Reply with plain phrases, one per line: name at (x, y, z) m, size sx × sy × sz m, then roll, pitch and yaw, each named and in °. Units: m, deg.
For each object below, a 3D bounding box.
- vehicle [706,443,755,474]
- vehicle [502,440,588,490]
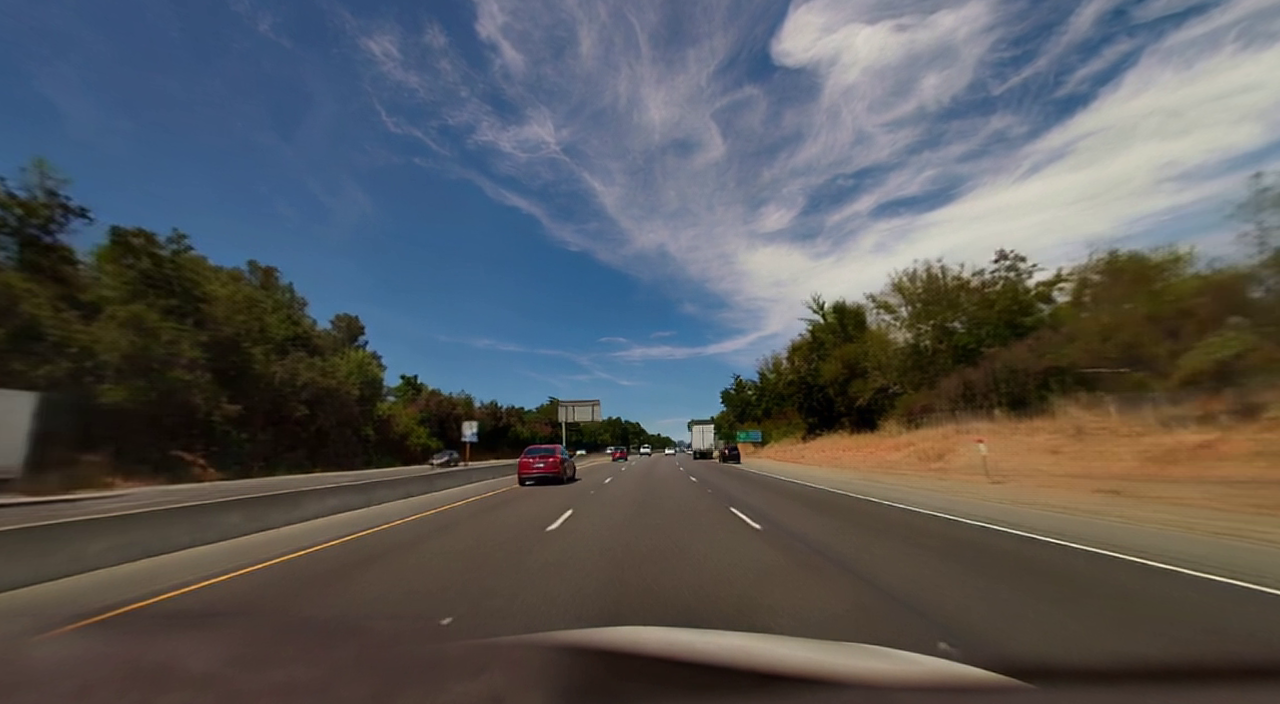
vehicle at (4.964, 5.915, 35.091) m, size 2.176 × 1.598 × 3.878 m, roll 0°, pitch -9°, yaw 1°
vehicle at (-3.180, 3.918, 22.177) m, size 2.085 × 1.530 × 4.809 m, roll 0°, pitch -9°, yaw 2°
